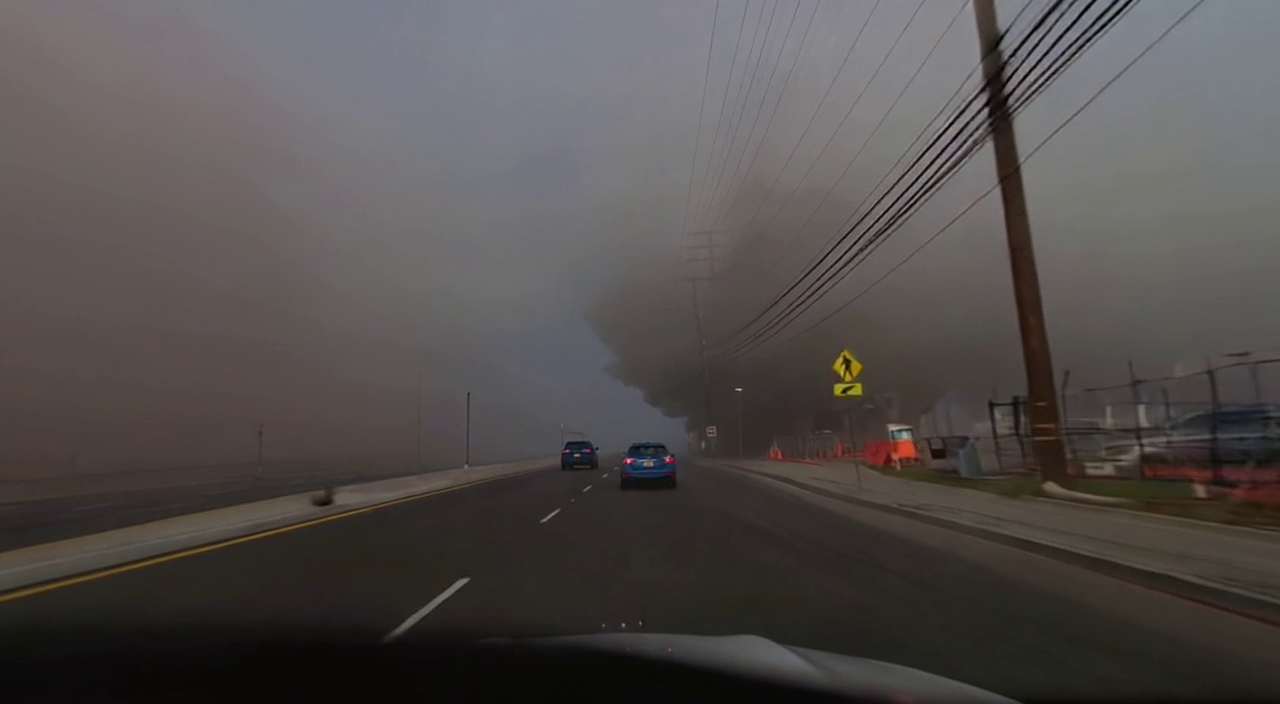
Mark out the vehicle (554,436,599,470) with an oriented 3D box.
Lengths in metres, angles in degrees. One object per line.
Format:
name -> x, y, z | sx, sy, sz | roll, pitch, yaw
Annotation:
vehicle -> -3.588, 5.815, 36.407 | 2.078, 1.804, 4.387 | 0, -8, 1

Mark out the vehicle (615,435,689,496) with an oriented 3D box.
vehicle -> 0.324, 3.480, 19.620 | 2.059, 1.691, 3.980 | 0, -8, 0
